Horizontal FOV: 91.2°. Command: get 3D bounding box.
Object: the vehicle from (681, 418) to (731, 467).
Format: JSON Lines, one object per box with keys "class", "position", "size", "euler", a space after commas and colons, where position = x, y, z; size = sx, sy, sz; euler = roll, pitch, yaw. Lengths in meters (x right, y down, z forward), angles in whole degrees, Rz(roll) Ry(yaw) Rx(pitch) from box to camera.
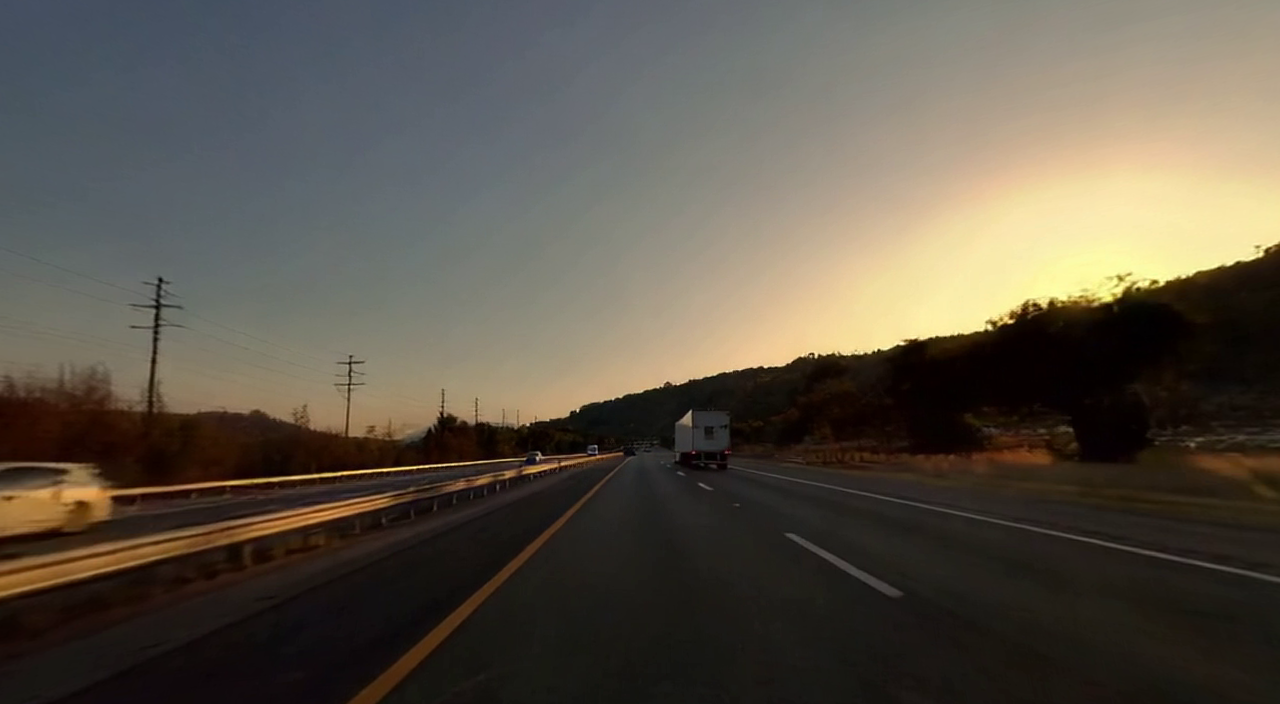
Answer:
{"class": "vehicle", "position": [4.889, 6.972, 47.893], "size": [2.826, 3.408, 7.775], "euler": [0, -9, -1]}
